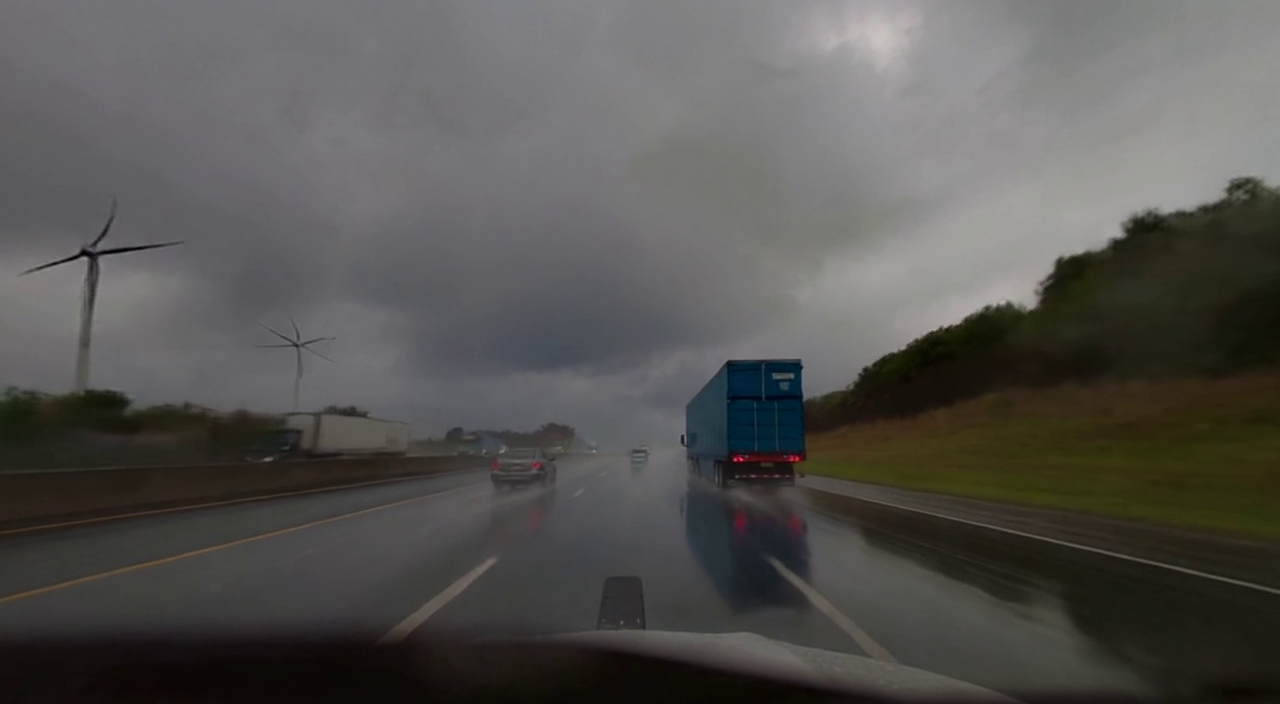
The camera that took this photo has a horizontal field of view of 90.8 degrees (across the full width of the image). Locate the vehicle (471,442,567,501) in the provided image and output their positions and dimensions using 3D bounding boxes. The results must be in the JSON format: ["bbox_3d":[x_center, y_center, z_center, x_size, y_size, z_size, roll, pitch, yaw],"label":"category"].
[{"bbox_3d":[-3.378,3.419,18.443,1.952,1.521,4.095,0,-9,1],"label":"vehicle"}]

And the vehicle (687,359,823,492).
[{"bbox_3d":[3.950,3.220,25.812,2.947,3.989,13.568,0,-9,0],"label":"vehicle"}]

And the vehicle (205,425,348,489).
[{"bbox_3d":[-15.452,4.529,27.526,2.225,2.398,6.689,0,-9,0],"label":"vehicle"}]

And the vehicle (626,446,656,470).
[{"bbox_3d":[0.031,7.022,41.918,1.931,1.453,3.695,0,-9,-1],"label":"vehicle"}]
